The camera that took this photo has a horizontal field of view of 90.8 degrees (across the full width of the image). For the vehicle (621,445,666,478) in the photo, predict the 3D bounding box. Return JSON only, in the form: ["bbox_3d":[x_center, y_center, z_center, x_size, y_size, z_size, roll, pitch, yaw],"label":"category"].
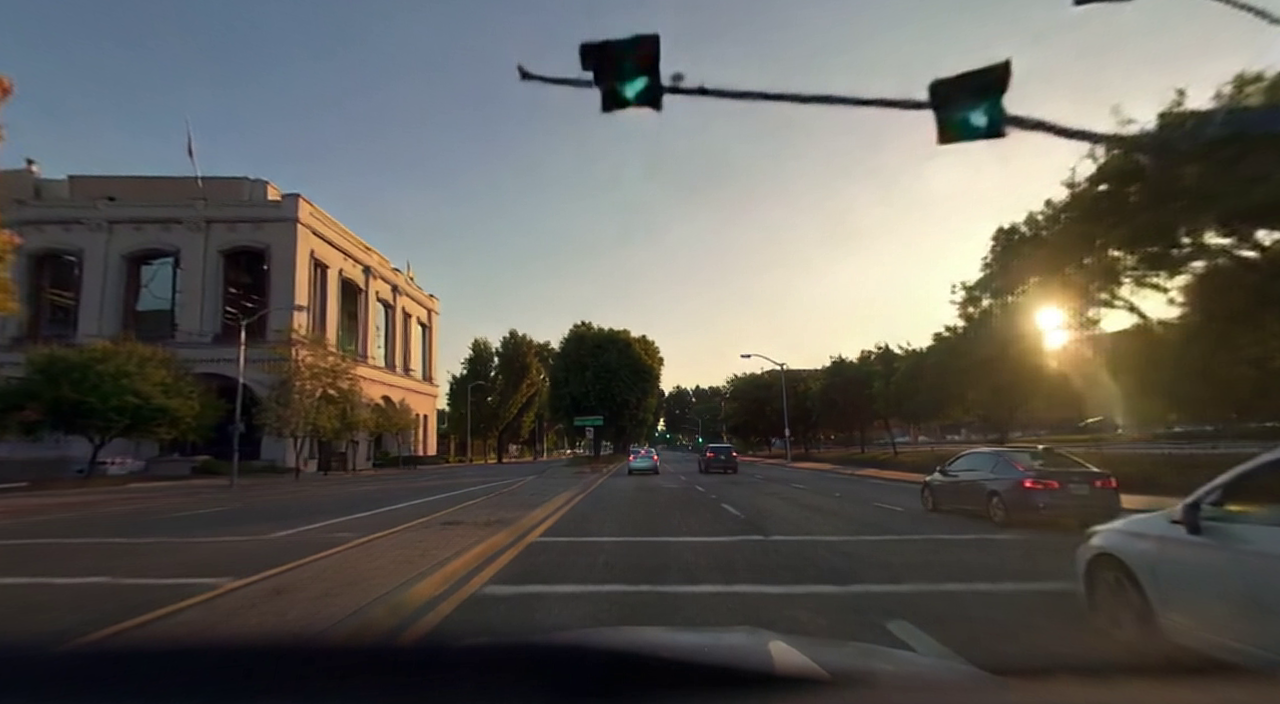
[{"bbox_3d":[0.163,5.258,30.555,2.054,1.446,3.969,0,-9,0],"label":"vehicle"}]

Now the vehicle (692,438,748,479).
[{"bbox_3d":[3.721,5.050,30.152,2.036,1.757,4.300,0,-9,-1],"label":"vehicle"}]

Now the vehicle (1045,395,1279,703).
[{"bbox_3d":[3.778,0.898,2.363,1.937,1.538,3.832,0,-9,0],"label":"vehicle"}]
